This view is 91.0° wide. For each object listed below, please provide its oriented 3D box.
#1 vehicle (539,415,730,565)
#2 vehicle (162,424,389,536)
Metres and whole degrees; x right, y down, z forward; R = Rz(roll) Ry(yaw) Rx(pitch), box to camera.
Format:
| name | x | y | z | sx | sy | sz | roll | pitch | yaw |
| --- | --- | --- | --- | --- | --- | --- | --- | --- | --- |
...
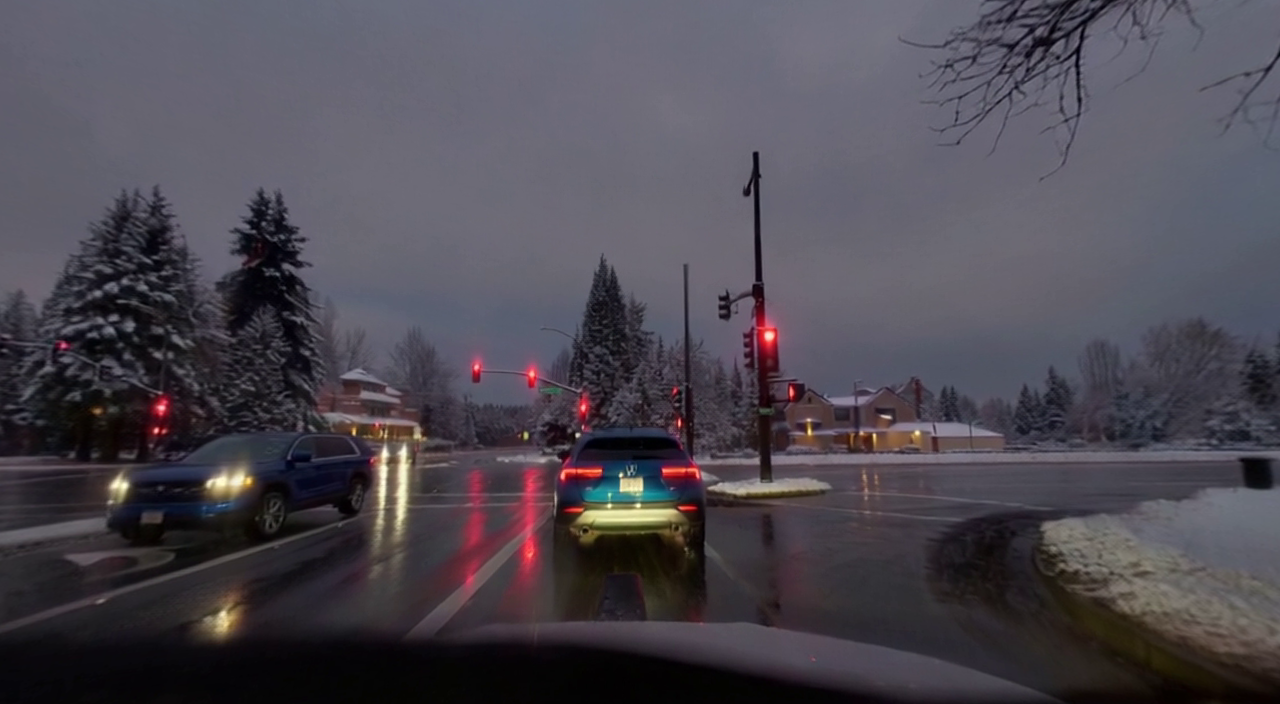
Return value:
| name | x | y | z | sx | sy | sz | roll | pitch | yaw |
| --- | --- | --- | --- | --- | --- | --- | --- | --- | --- |
| vehicle | -0.207 | 1.880 | 9.278 | 2.154 | 1.670 | 4.140 | 1 | -9 | -4 |
| vehicle | -6.467 | 2.289 | 11.861 | 2.020 | 1.695 | 4.187 | 1 | -9 | -5 |
